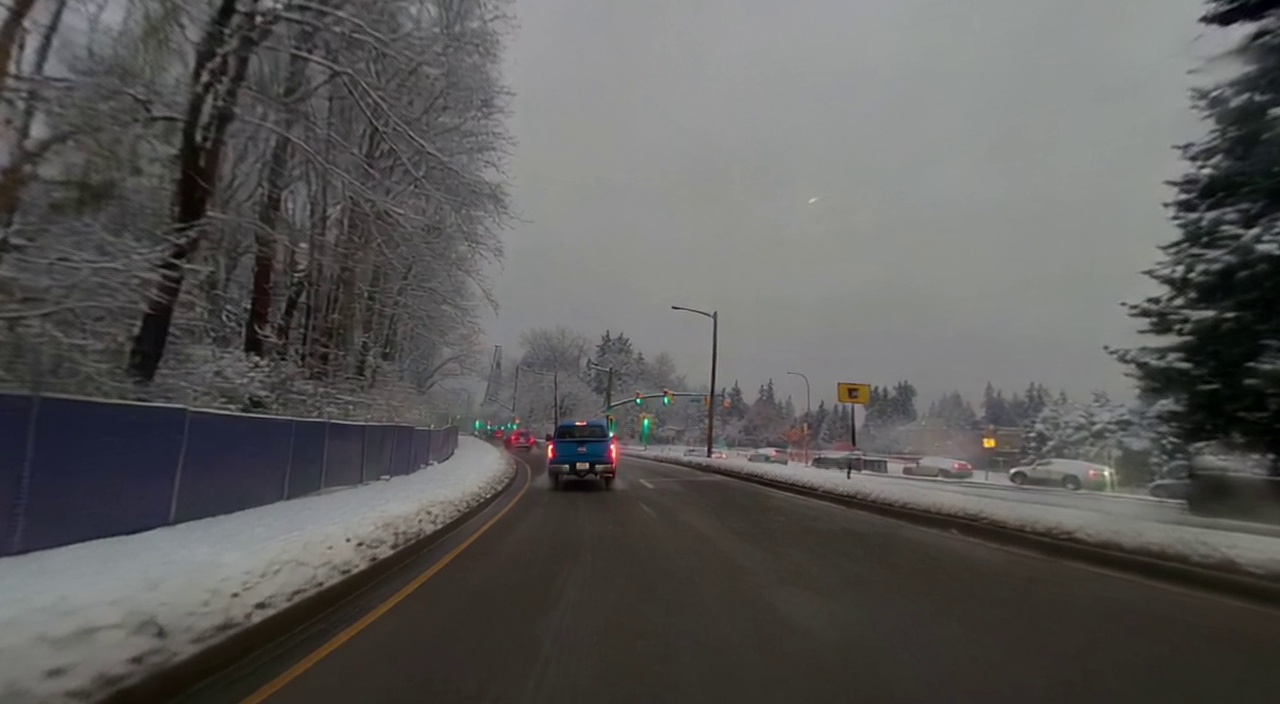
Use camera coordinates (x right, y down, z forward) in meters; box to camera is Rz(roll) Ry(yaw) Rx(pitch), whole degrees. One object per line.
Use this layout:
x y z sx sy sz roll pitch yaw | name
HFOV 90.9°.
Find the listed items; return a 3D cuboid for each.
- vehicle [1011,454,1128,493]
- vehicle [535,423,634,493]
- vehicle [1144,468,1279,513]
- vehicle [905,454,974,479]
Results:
22.061 6.209 32.713 1.938 1.781 5.078 1 -9 -10 | vehicle
-1.664 2.997 18.274 2.436 1.698 5.322 1 -8 -7 | vehicle
23.331 5.463 25.300 1.850 1.470 4.761 2 -9 -9 | vehicle
20.140 7.680 42.559 1.805 1.494 4.362 2 -9 -13 | vehicle
